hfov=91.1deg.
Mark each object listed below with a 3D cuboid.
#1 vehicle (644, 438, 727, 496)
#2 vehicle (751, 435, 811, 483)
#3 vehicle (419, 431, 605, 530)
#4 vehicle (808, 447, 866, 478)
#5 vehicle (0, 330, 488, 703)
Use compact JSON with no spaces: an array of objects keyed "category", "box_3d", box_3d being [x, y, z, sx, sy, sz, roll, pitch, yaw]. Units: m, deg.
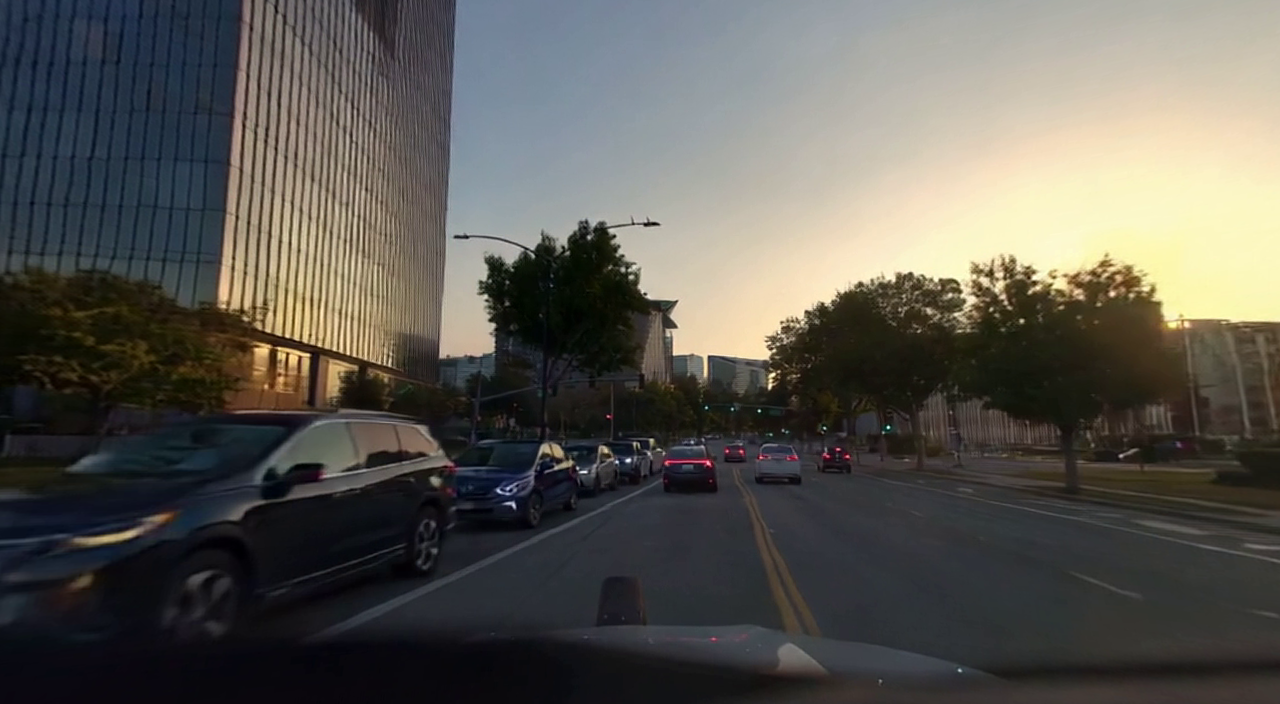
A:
[{"category":"vehicle","box_3d":[1.541,3.425,19.195,2.205,1.537,4.895,-1,-9,8]},{"category":"vehicle","box_3d":[5.836,4.470,26.517,2.102,1.815,4.716,-1,-9,8]},{"category":"vehicle","box_3d":[-2.187,2.388,12.221,2.068,1.525,4.452,-2,-9,9]},{"category":"vehicle","box_3d":[10.406,5.865,33.549,2.120,1.497,4.323,-1,-9,6]},{"category":"vehicle","box_3d":[-3.209,1.180,5.305,2.142,1.834,4.588,-2,-9,9]}]
